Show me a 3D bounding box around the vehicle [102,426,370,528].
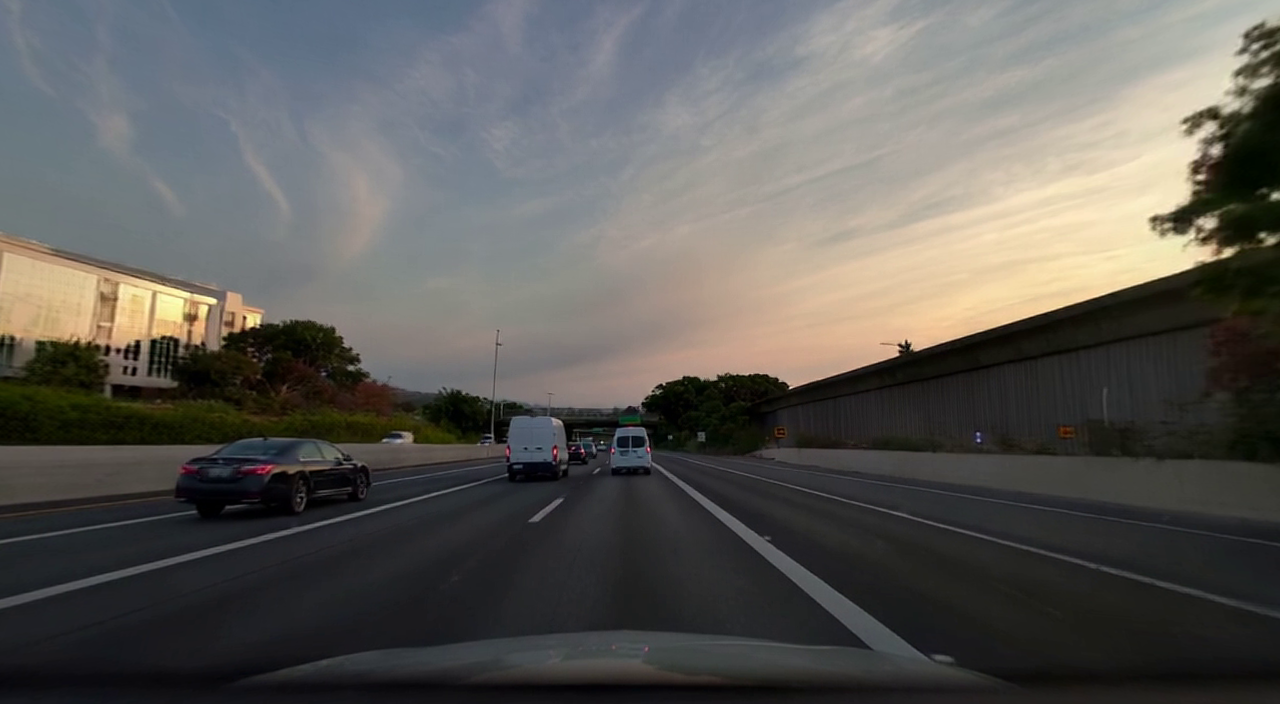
[{"bbox_3d":[-7.003,2.205,11.697,1.959,1.493,4.575,0,-9,0],"label":"vehicle"}]

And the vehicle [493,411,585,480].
[{"bbox_3d":[-3.647,3.584,24.107,2.504,2.276,5.933,0,-9,0],"label":"vehicle"}]

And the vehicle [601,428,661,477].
[{"bbox_3d":[-0.330,4.036,25.440,2.207,1.807,4.199,0,-9,0],"label":"vehicle"}]
